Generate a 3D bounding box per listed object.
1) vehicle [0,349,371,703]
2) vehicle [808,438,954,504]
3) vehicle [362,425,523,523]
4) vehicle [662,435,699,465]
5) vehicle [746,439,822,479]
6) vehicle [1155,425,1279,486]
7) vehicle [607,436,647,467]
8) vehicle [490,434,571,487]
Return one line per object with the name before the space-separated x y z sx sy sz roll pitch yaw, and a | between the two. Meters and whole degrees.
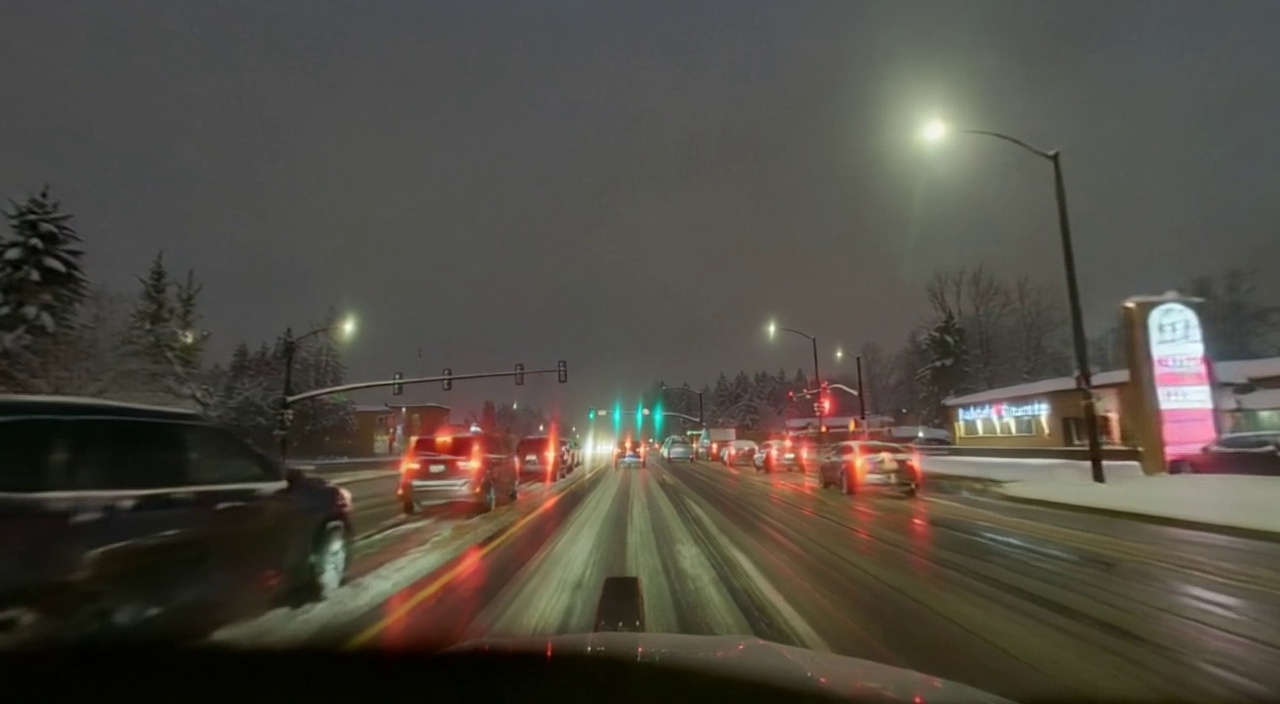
vehicle | -3.428 0.962 3.257 2.143 1.643 4.336 0 -8 0
vehicle | 6.003 2.998 16.415 2.017 1.453 4.497 0 -8 0
vehicle | -3.705 2.360 12.709 1.934 1.624 3.964 0 -8 0
vehicle | 2.557 6.333 40.933 2.018 1.779 4.338 0 -8 -2
vehicle | 5.879 4.422 26.392 1.969 1.502 4.663 0 -8 -2
vehicle | 16.406 2.684 16.531 1.819 1.457 4.680 0 -8 -1
vehicle | -0.773 5.944 37.963 2.261 1.741 4.255 0 -8 -1
vehicle | -3.631 3.681 21.783 2.063 1.625 4.290 0 -8 -1
